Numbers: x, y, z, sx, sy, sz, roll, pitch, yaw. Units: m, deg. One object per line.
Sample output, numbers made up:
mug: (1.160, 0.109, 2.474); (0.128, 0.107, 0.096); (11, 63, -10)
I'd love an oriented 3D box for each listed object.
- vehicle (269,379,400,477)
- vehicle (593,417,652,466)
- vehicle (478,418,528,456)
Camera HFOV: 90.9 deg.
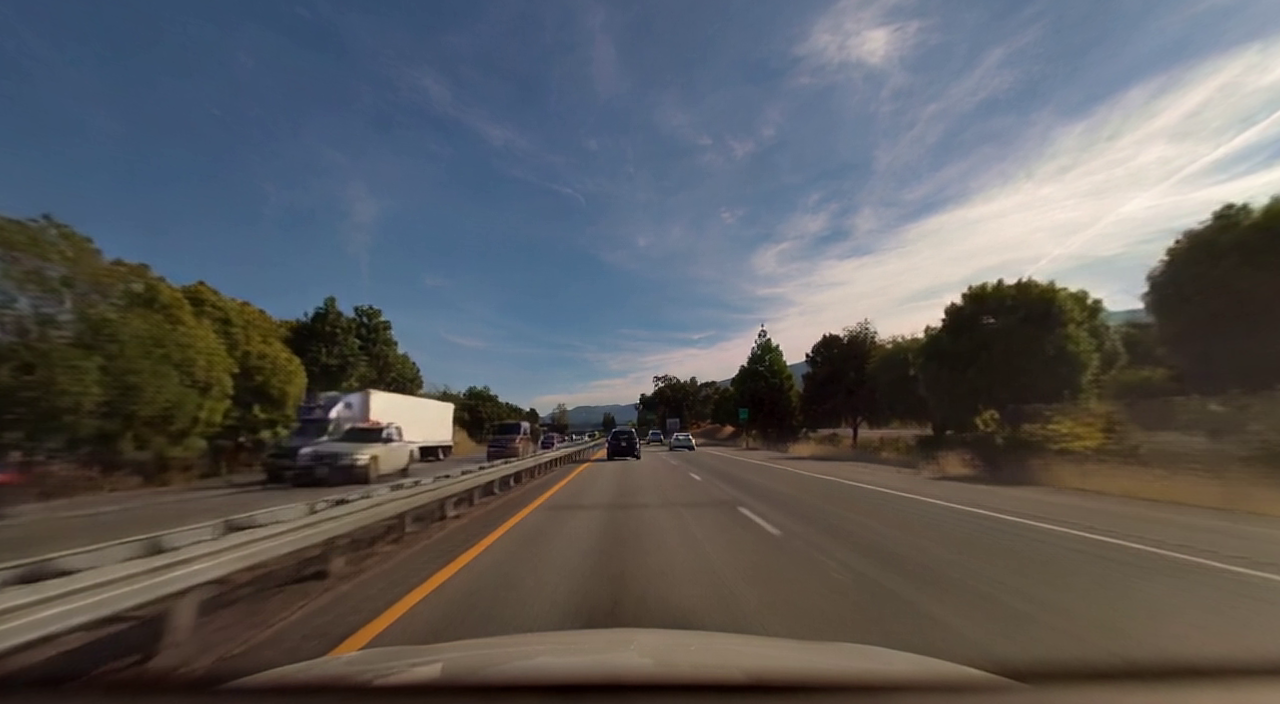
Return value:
vehicle: (-14.067, 3.614, 29.730); (3.035, 4.125, 6.158); (0, -8, -1)
vehicle: (-0.815, 4.100, 29.076); (2.503, 2.044, 4.633); (0, -8, -2)
vehicle: (-10.067, 6.346, 46.874); (2.496, 2.608, 6.293); (0, -8, -1)
